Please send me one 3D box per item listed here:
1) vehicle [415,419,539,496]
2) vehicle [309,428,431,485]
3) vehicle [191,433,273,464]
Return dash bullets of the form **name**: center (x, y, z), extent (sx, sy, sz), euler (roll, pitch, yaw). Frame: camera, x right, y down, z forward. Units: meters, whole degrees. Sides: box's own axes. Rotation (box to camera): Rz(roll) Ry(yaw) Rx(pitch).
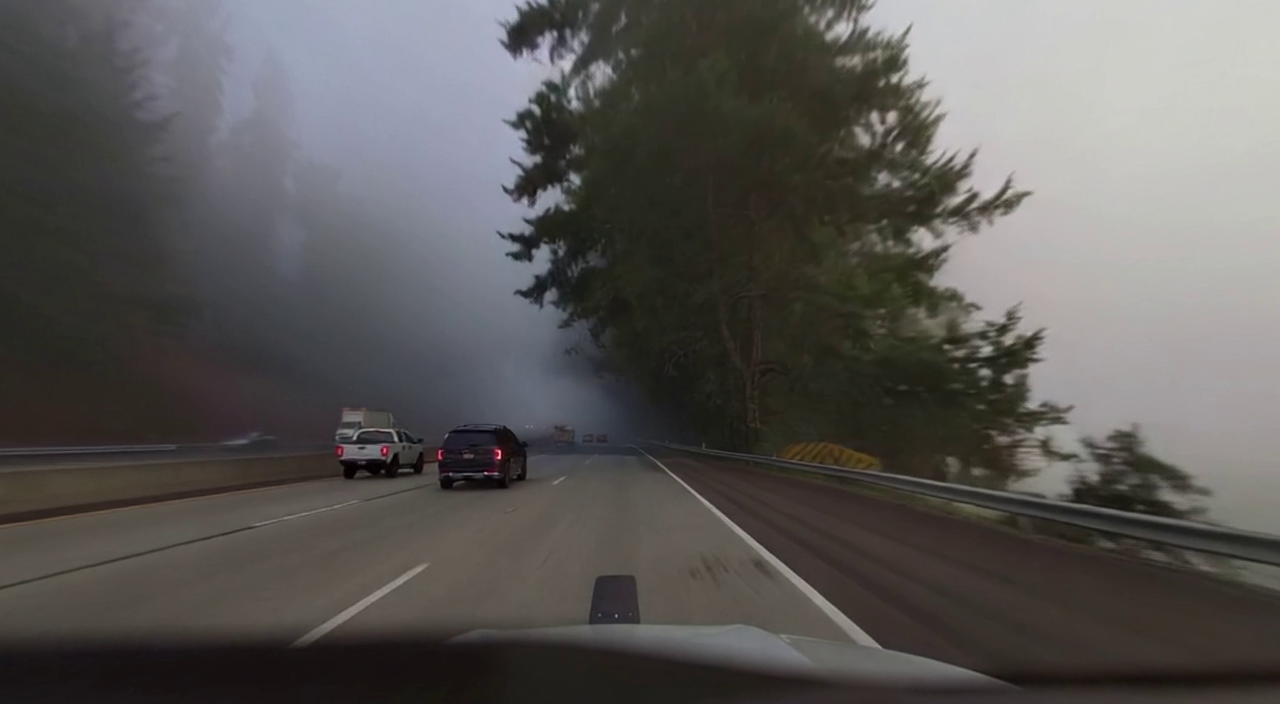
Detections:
- **vehicle**: center (-3.889, 2.565, 15.812), extent (2.034, 1.675, 4.080), euler (0, -7, -1)
- **vehicle**: center (-8.074, 3.127, 19.274), extent (2.000, 1.552, 3.946), euler (0, -8, -1)
- **vehicle**: center (-20.054, 4.732, 31.130), extent (1.739, 1.432, 3.528), euler (0, -8, -2)
